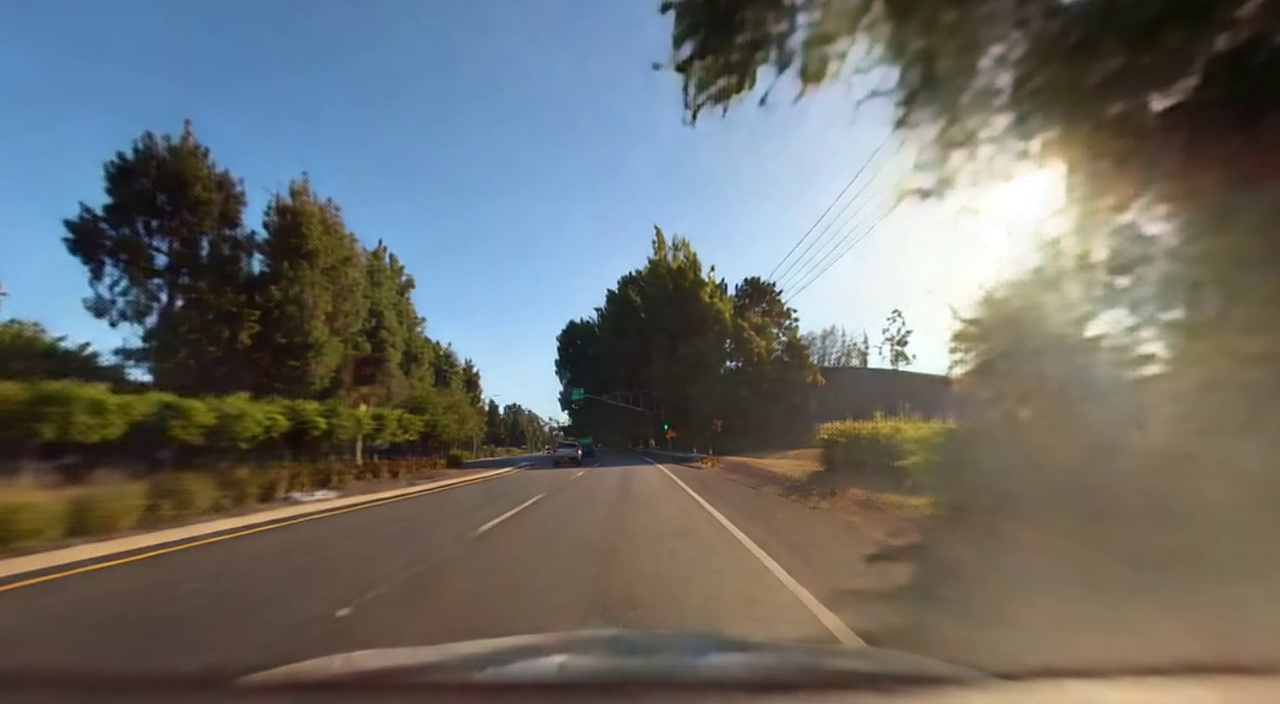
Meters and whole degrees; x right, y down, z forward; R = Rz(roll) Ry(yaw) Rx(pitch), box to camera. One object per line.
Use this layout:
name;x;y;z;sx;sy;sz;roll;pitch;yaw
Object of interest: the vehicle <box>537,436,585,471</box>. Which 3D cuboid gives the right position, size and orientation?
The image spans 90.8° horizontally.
vehicle;-4.566;5.921;37.192;2.246;1.885;5.275;0;-8;-1
